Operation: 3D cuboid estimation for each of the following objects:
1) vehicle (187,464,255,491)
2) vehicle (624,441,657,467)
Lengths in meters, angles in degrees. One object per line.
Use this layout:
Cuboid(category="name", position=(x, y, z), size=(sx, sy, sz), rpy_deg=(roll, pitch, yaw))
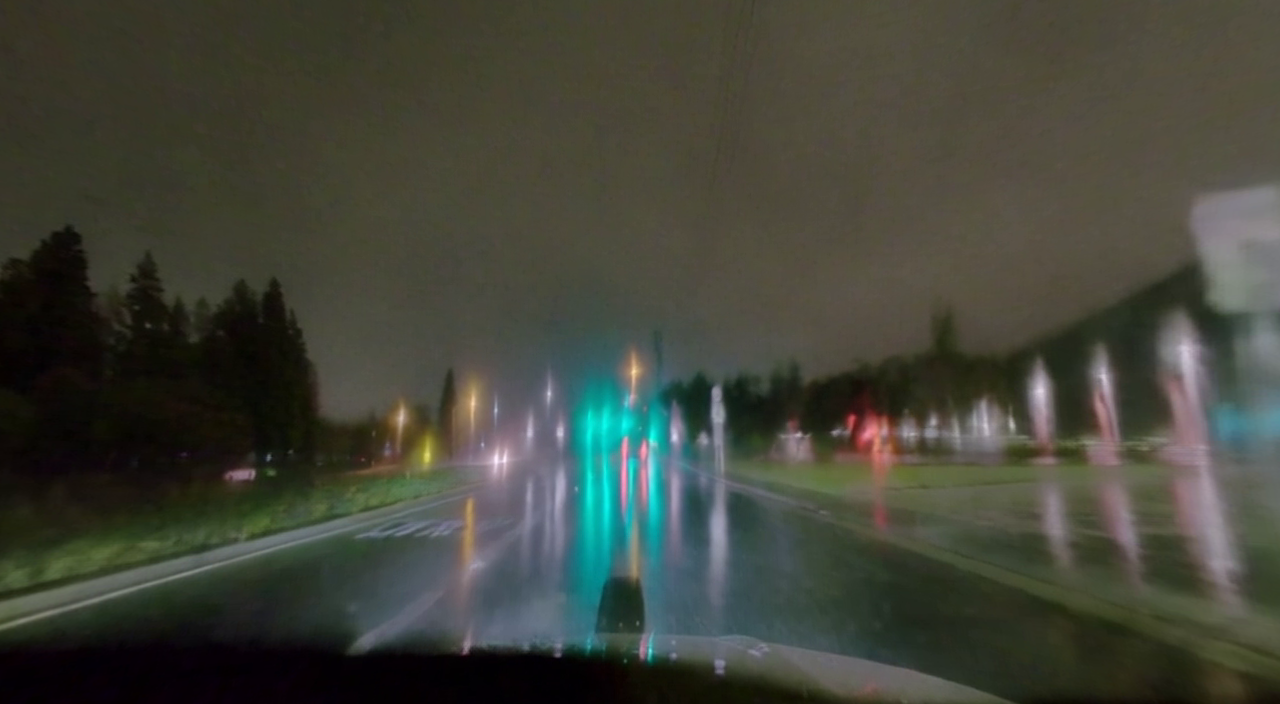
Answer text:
Cuboid(category="vehicle", position=(-30.038, 8.993, 45.498), size=(1.949, 1.702, 4.593), rpy_deg=(1, -9, -3))
Cuboid(category="vehicle", position=(-0.005, 6.737, 41.711), size=(2.045, 1.613, 4.210), rpy_deg=(0, -8, -1))
